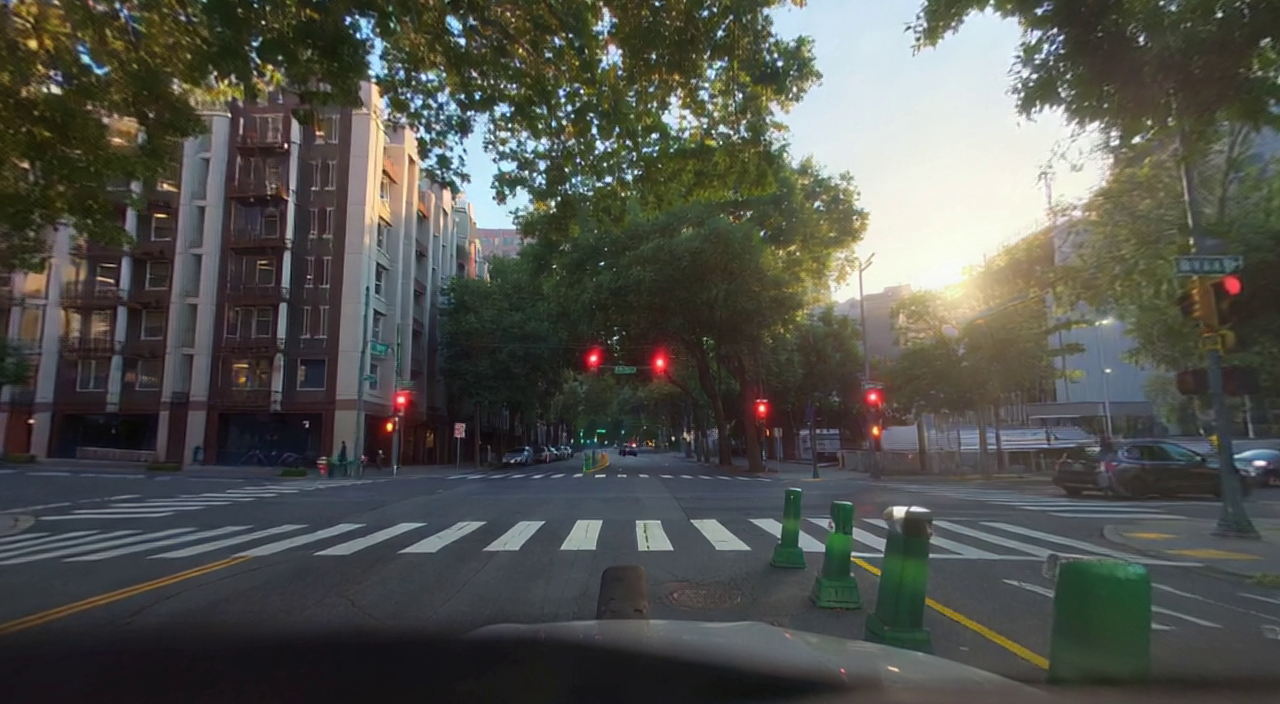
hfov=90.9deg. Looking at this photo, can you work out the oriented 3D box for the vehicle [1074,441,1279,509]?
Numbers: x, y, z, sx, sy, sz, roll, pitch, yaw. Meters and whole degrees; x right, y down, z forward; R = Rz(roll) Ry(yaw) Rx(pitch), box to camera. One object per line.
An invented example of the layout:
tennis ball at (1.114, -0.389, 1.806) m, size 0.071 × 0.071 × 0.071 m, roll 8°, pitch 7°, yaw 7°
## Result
vehicle at (12.975, 2.800, 14.574) m, size 4.424 × 1.436 × 1.804 m, roll -1°, pitch -9°, yaw 5°
